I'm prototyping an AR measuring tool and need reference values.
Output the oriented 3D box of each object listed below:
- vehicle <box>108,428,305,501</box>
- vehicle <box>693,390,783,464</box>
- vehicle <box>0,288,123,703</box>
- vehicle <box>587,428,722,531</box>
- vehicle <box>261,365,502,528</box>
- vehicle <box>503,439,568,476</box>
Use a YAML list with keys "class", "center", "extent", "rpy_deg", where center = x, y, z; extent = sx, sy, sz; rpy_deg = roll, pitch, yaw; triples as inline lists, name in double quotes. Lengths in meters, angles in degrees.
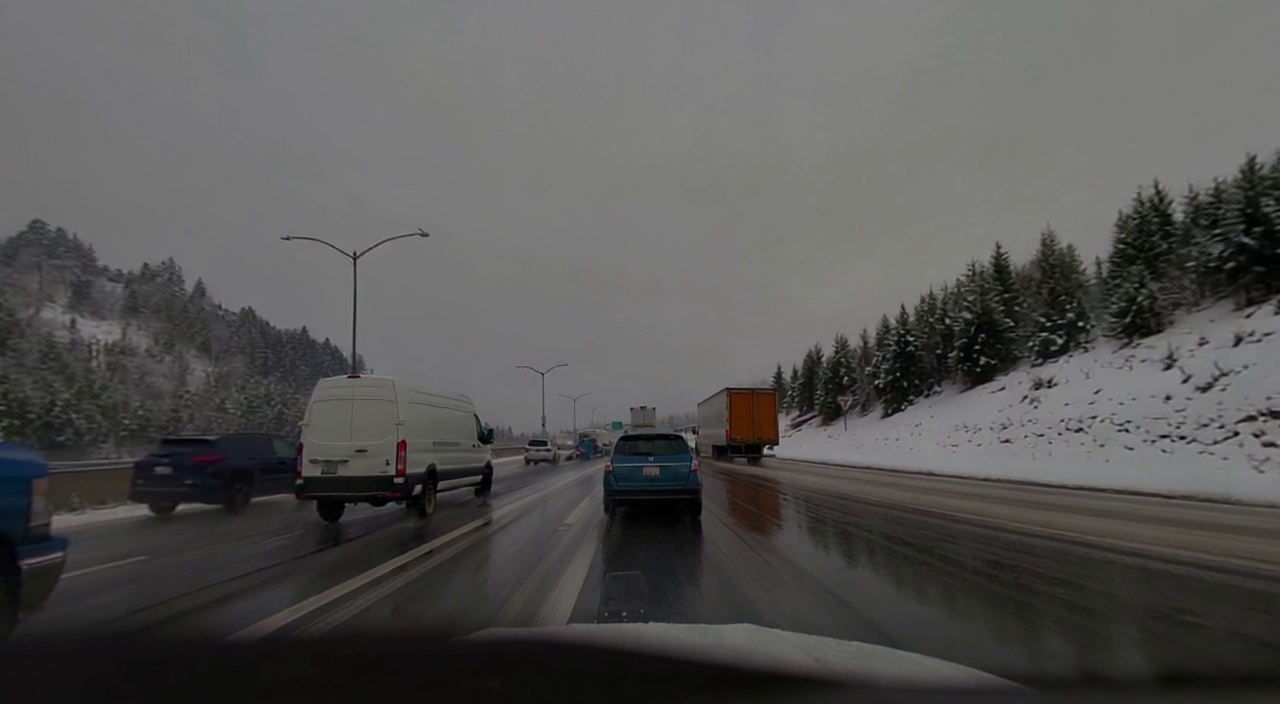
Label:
- class: "vehicle"
  center: [-11.810, 3.094, 17.766]
  extent: [2.027, 1.750, 4.885]
  rpy_deg: [0, -8, 1]
- class: "vehicle"
  center: [6.433, 5.599, 45.261]
  extent: [2.989, 4.277, 16.586]
  rpy_deg: [0, -8, -3]
- class: "vehicle"
  center: [-4.258, 0.435, 1.009]
  extent: [2.195, 2.086, 5.445]
  rpy_deg: [0, -8, 0]
- class: "vehicle"
  center: [0.169, 2.191, 11.398]
  extent: [2.003, 1.499, 3.930]
  rpy_deg: [0, -8, -1]
- class: "vehicle"
  center: [-4.652, 1.887, 12.732]
  extent: [2.300, 2.522, 5.701]
  rpy_deg: [-1, -8, 1]
- class: "vehicle"
  center: [-4.469, 4.578, 27.608]
  extent: [2.007, 1.457, 4.447]
  rpy_deg: [-1, -8, 1]
